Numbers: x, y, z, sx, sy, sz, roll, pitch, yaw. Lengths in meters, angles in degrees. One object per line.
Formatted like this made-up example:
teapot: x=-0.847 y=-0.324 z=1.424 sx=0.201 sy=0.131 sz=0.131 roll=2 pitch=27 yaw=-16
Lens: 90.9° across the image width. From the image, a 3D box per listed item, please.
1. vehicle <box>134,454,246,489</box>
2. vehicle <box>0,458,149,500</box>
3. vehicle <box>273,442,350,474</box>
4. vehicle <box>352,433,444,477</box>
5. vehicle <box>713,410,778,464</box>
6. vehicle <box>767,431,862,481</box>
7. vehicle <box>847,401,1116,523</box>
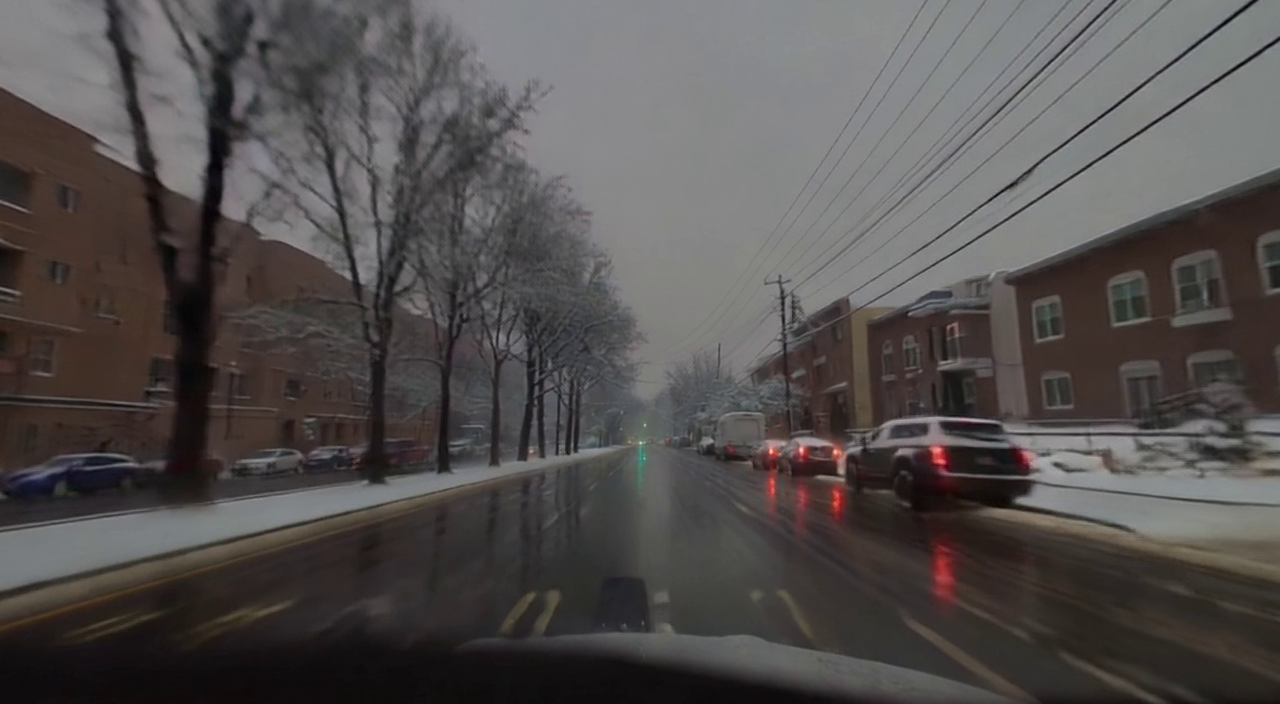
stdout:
vehicle: x=-22.160 y=5.874 z=31.323 sx=1.778 sy=1.533 sz=4.967 roll=0 pitch=-8 yaw=2
vehicle: x=-22.277 y=4.975 z=24.983 sx=1.907 sy=1.404 sz=4.413 roll=0 pitch=-8 yaw=2
vehicle: x=-22.050 y=7.243 z=42.597 sx=2.327 sy=2.006 sz=5.039 roll=0 pitch=-11 yaw=1
vehicle: x=-11.894 y=5.091 z=31.430 sx=2.418 sy=1.978 sz=5.196 roll=0 pitch=-8 yaw=1
vehicle: x=7.081 y=6.011 z=43.744 sx=2.761 sy=3.342 sz=8.958 roll=0 pitch=-9 yaw=-1
vehicle: x=7.086 y=4.301 z=26.313 sx=2.258 sy=1.845 sz=5.381 roll=0 pitch=-8 yaw=-2
vehicle: x=6.865 y=2.333 z=13.910 sx=2.563 sy=2.090 sz=6.077 roll=0 pitch=-8 yaw=1
